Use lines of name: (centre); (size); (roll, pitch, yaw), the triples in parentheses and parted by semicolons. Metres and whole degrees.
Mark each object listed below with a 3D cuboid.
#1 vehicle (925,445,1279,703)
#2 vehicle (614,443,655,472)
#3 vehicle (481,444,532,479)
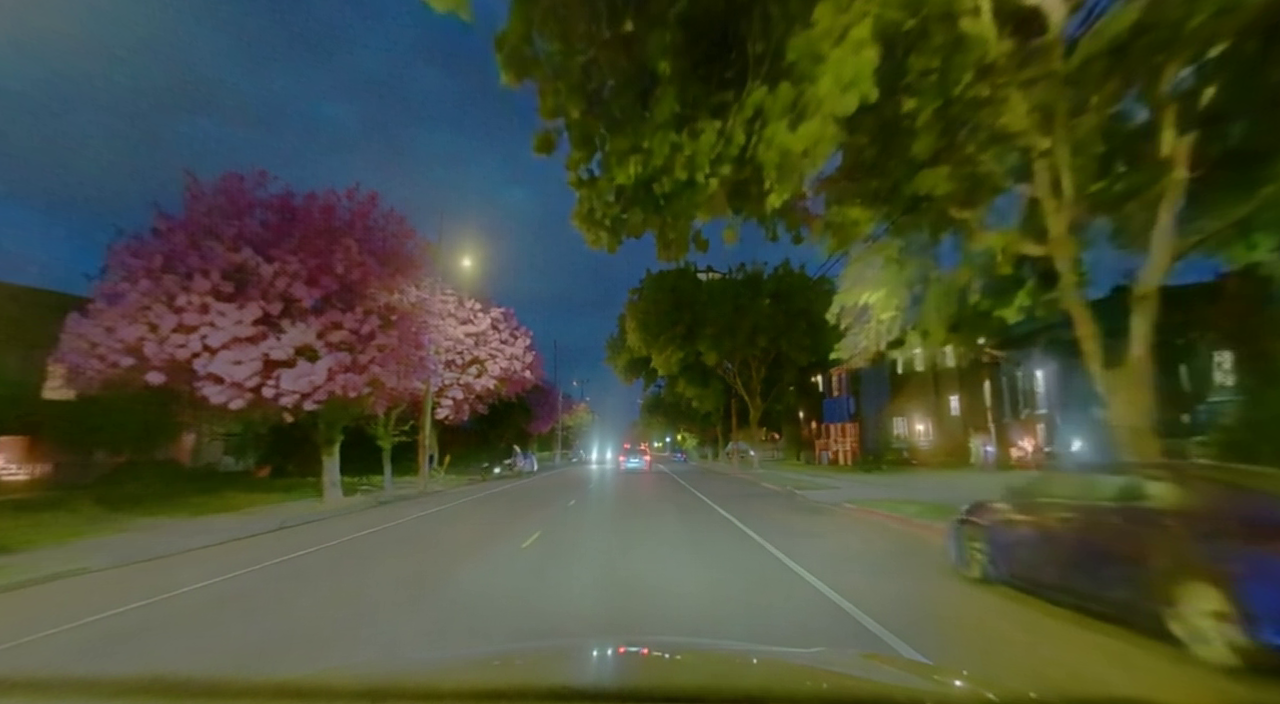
vehicle: (4.445, 1.482, 4.941); (1.977, 1.481, 5.155); (0, -8, 0)
vehicle: (-0.330, 5.730, 34.481); (2.104, 1.500, 3.815); (0, -8, -1)
vehicle: (-7.729, 6.390, 36.765); (2.022, 1.795, 4.337); (-3, -10, 0)
